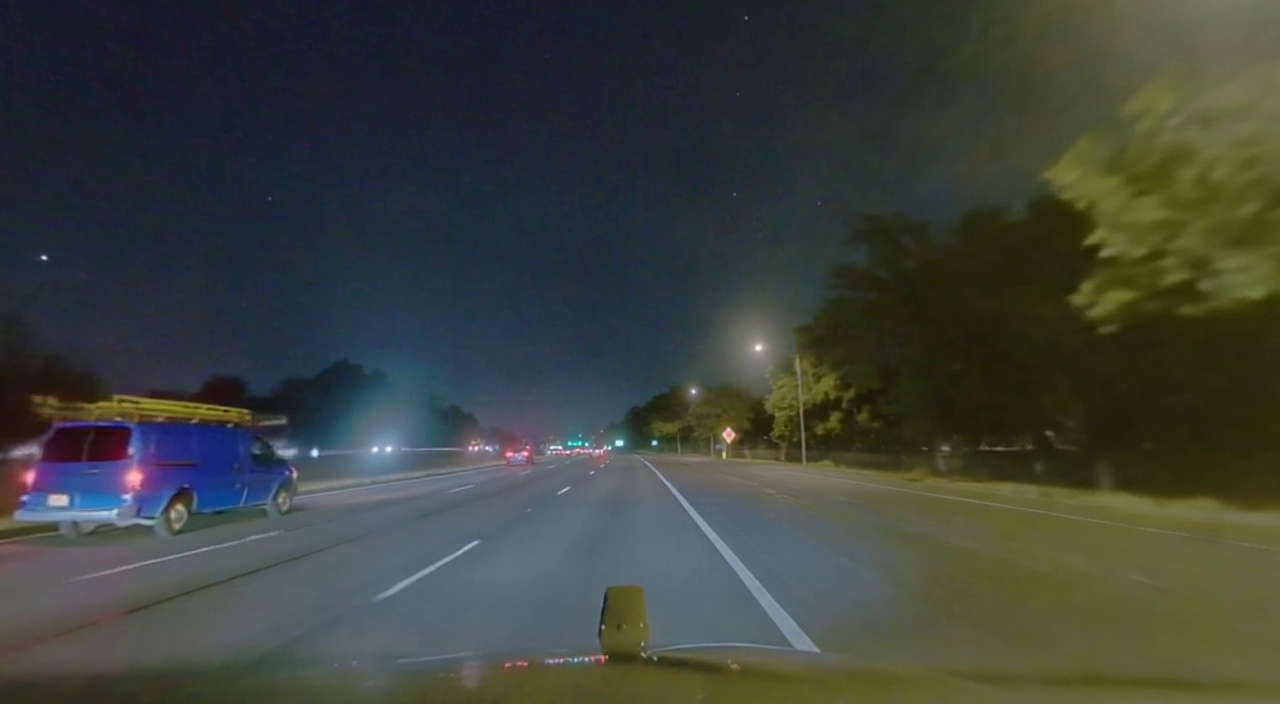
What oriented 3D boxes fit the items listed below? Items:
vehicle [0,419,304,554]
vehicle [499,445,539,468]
[{"bbox_3d":[-8.106,2.138,10.757,2.093,1.752,4.771,0,-9,0],"label":"vehicle"},{"bbox_3d":[-8.395,7.298,44.239,1.958,1.499,4.437,0,-9,0],"label":"vehicle"}]
